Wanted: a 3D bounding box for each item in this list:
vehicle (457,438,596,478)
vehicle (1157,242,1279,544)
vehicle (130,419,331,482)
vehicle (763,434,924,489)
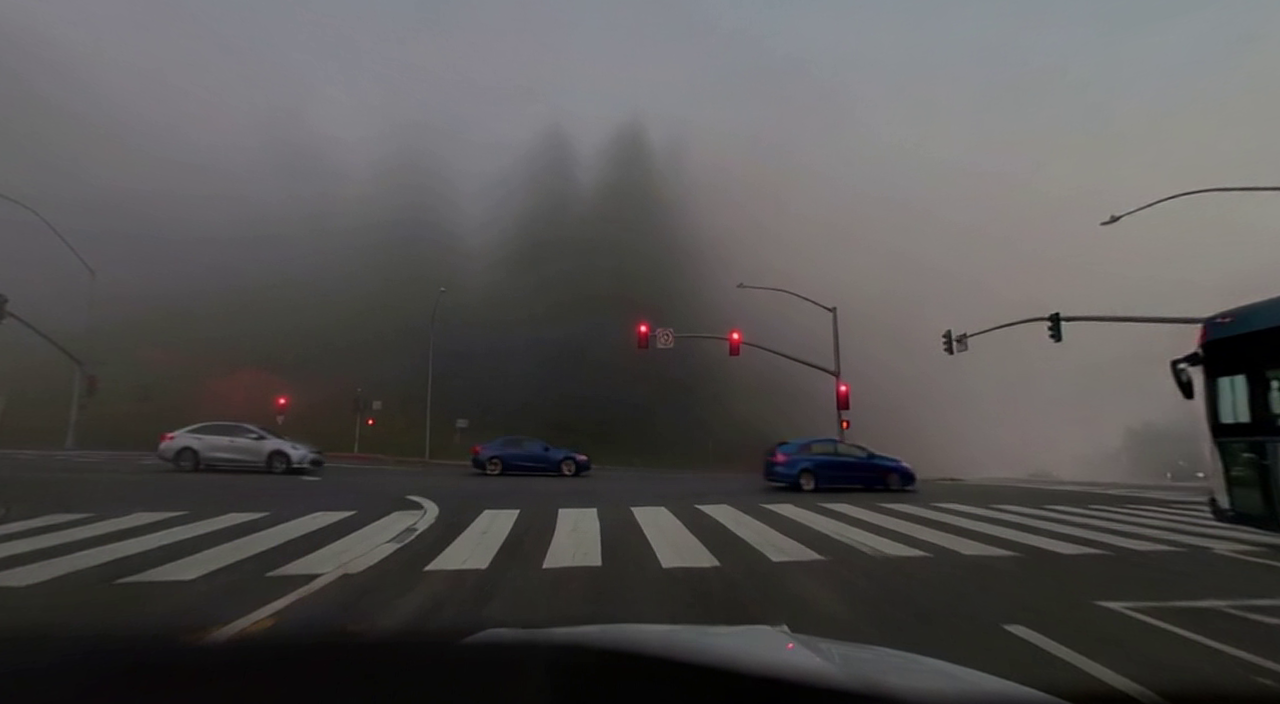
[{"bbox_3d":[-4.494,4.169,25.027,5.203,1.488,1.907,2,-9,-17],"label":"vehicle"},{"bbox_3d":[9.584,-0.153,3.698,2.916,4.009,13.397,-1,-9,6],"label":"vehicle"},{"bbox_3d":[-12.078,2.934,18.997,4.626,1.710,1.891,2,-9,-18],"label":"vehicle"},{"bbox_3d":[6.898,3.734,21.479,5.014,1.675,1.906,4,-9,-18],"label":"vehicle"}]
